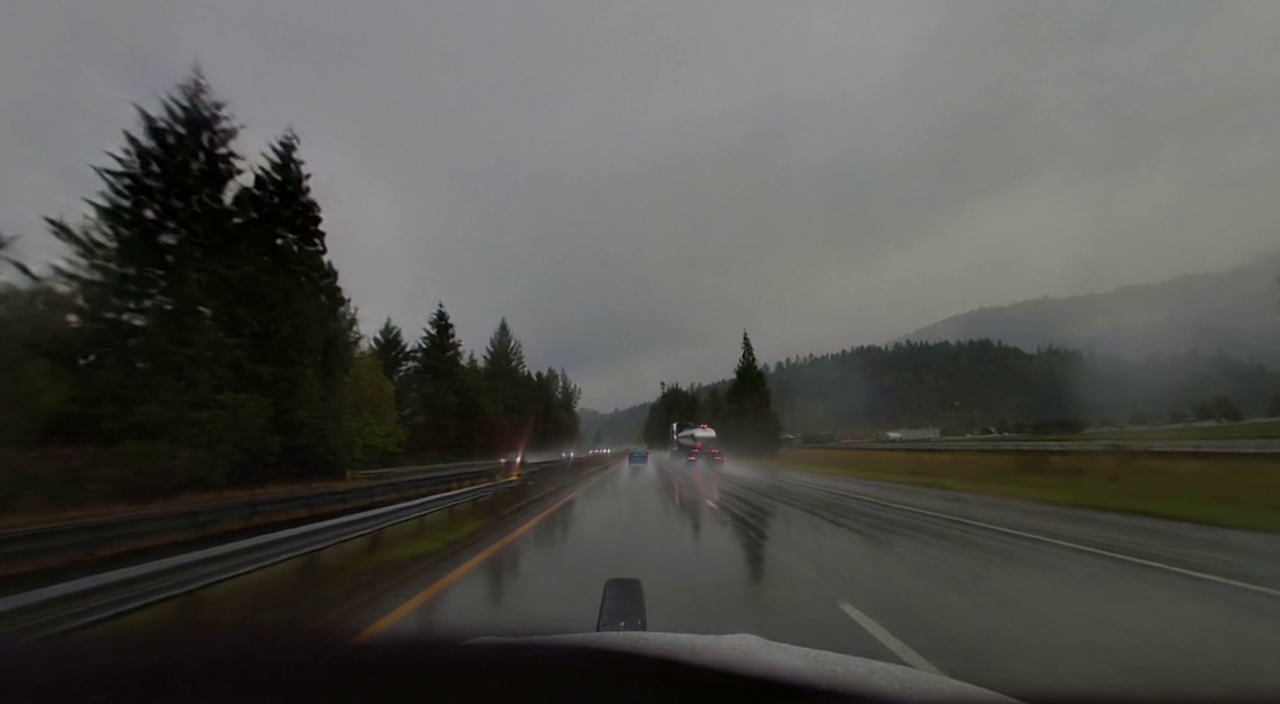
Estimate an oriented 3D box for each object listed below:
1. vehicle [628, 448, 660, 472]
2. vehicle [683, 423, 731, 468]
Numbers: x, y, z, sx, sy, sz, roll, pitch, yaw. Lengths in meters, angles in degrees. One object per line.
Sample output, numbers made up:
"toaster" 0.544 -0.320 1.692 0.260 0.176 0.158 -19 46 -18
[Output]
"vehicle" 0.227 6.749 39.443 1.926 1.386 3.615 0 -9 0
"vehicle" 4.892 7.037 47.274 2.718 3.034 7.395 0 -9 0
